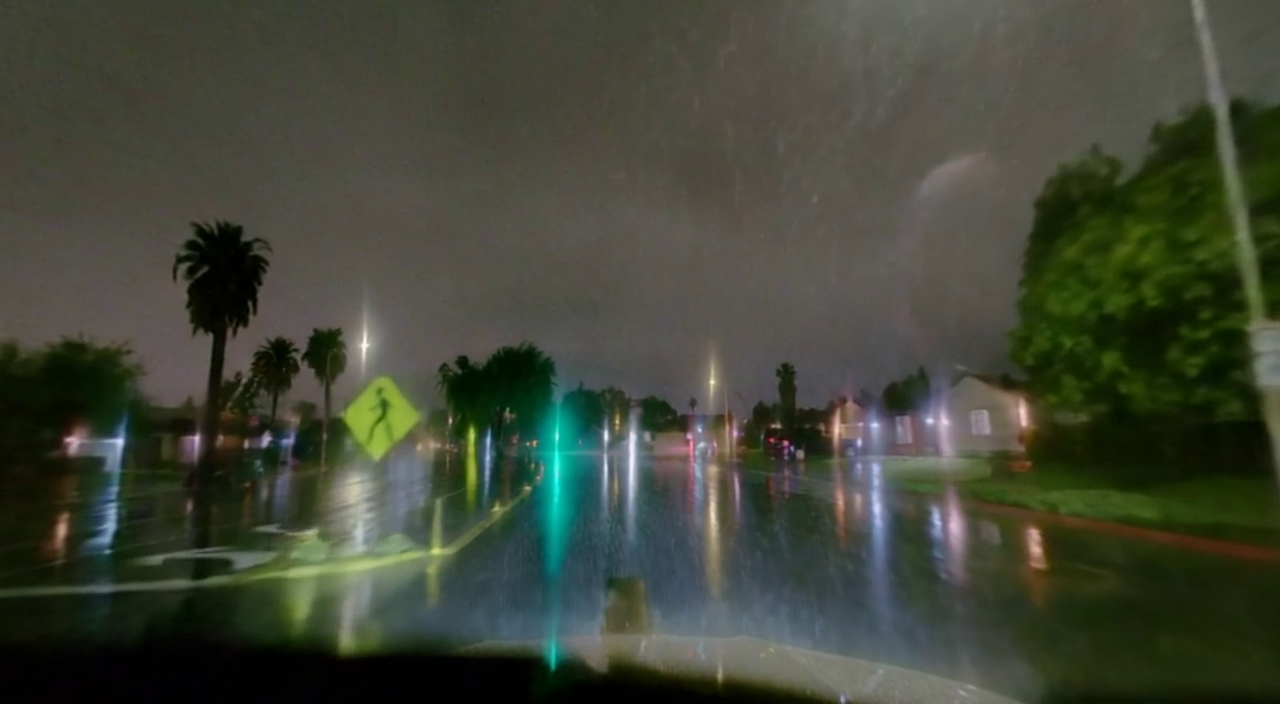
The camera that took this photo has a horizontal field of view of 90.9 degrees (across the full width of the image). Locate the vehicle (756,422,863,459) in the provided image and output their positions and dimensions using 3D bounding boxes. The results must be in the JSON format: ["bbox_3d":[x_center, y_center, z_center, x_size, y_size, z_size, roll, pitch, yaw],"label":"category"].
[{"bbox_3d":[10.263,5.464,38.570,6.051,2.092,2.231,-2,-11,12],"label":"vehicle"}]

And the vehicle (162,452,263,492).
[{"bbox_3d":[-18.451,5.167,27.472,1.941,1.470,4.384,0,-8,-10],"label":"vehicle"}]
